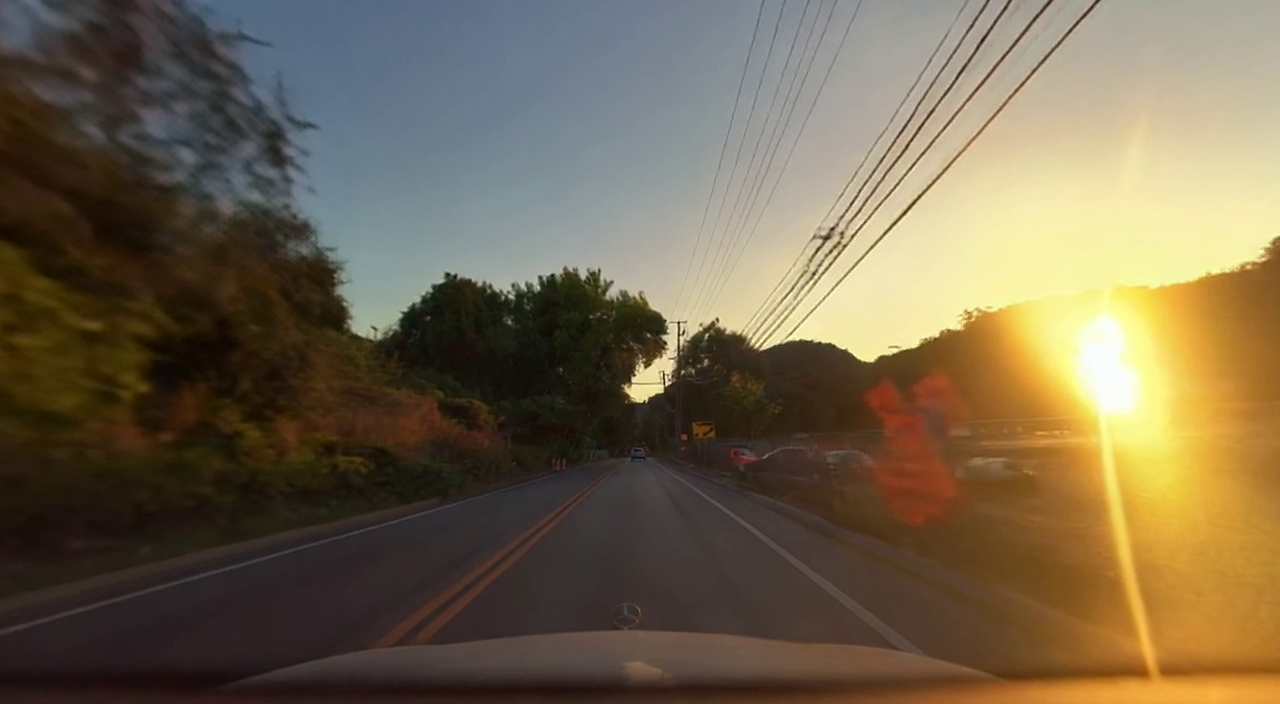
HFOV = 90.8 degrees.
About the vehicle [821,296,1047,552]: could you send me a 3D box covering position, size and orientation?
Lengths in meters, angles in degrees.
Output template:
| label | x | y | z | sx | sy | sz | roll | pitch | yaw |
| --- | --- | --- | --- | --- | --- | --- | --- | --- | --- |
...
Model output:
| label | x | y | z | sx | sy | sz | roll | pitch | yaw |
| --- | --- | --- | --- | --- | --- | --- | --- | --- | --- |
| vehicle | 4.109 | 1.035 | 9.277 | 2.374 | 3.357 | 1.724 | 0 | -9 | 4 |
